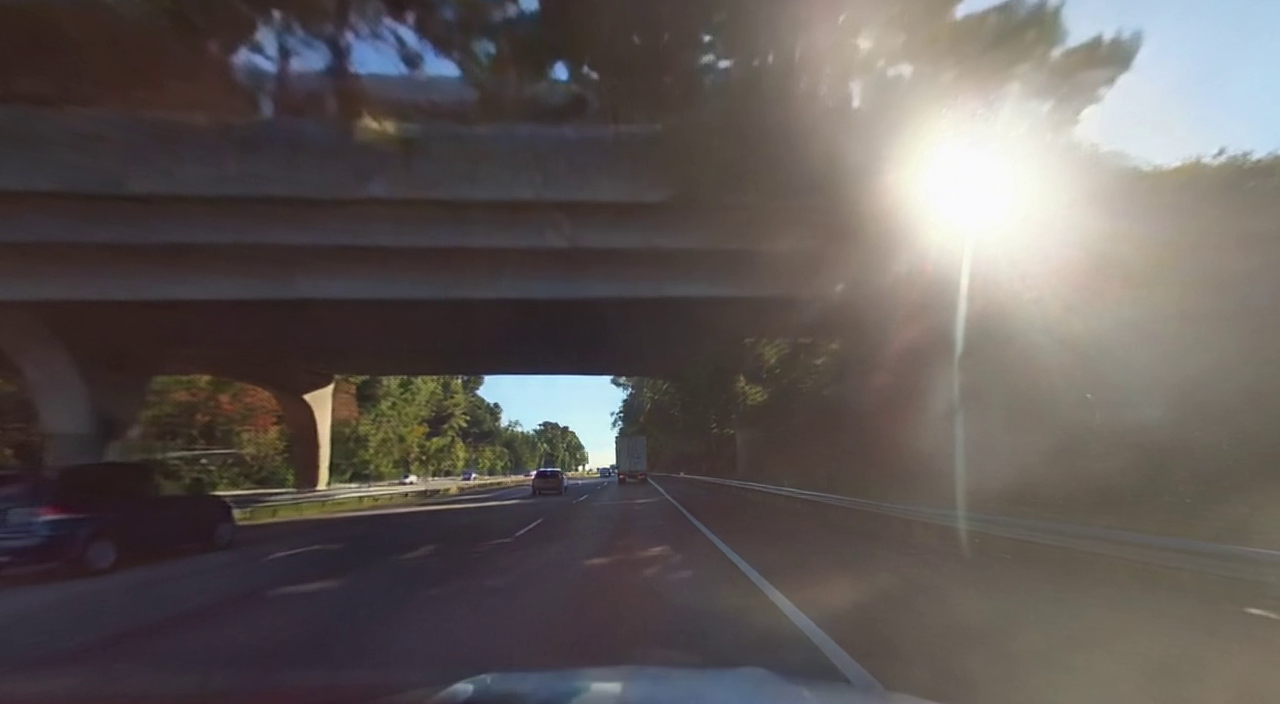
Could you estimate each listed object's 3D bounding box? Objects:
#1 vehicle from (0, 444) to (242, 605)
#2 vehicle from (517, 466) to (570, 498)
[{"bbox_3d":[-7.504,2.086,8.220,1.899,1.615,4.097,1,-10,0],"label":"vehicle"},{"bbox_3d":[-4.863,6.616,32.371,1.950,1.460,4.812,0,-10,0],"label":"vehicle"}]
